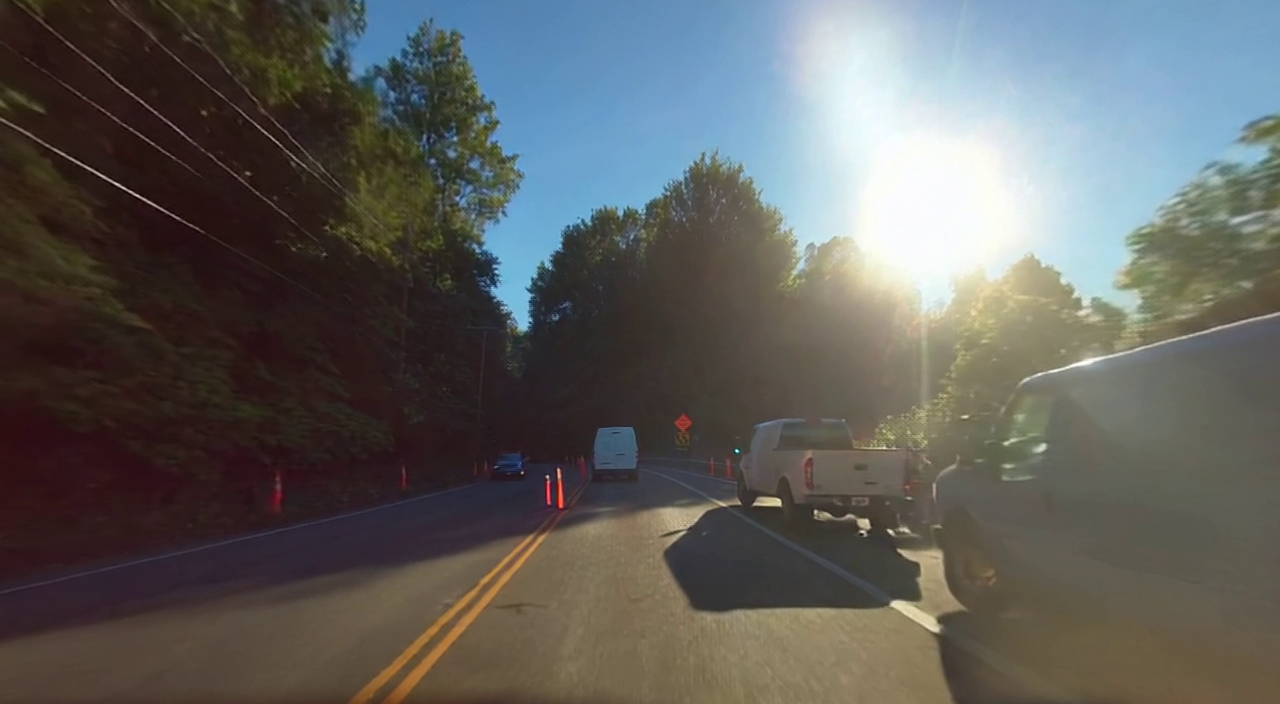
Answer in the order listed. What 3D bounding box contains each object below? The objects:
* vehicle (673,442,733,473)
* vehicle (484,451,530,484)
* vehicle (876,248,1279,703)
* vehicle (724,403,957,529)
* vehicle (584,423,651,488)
[{"bbox_3d":[3.007,5.170,30.935,2.277,1.299,3.889,-2,-9,-3],"label":"vehicle"},{"bbox_3d":[-7.368,6.400,35.356,1.992,1.712,4.504,1,-9,-6],"label":"vehicle"},{"bbox_3d":[4.203,0.822,4.215,2.613,2.153,6.713,0,-9,0],"label":"vehicle"},{"bbox_3d":[3.581,2.285,13.303,2.415,1.932,6.910,0,-9,-2],"label":"vehicle"},{"bbox_3d":[-0.972,3.985,24.582,2.362,2.247,4.892,1,-9,-4],"label":"vehicle"}]
